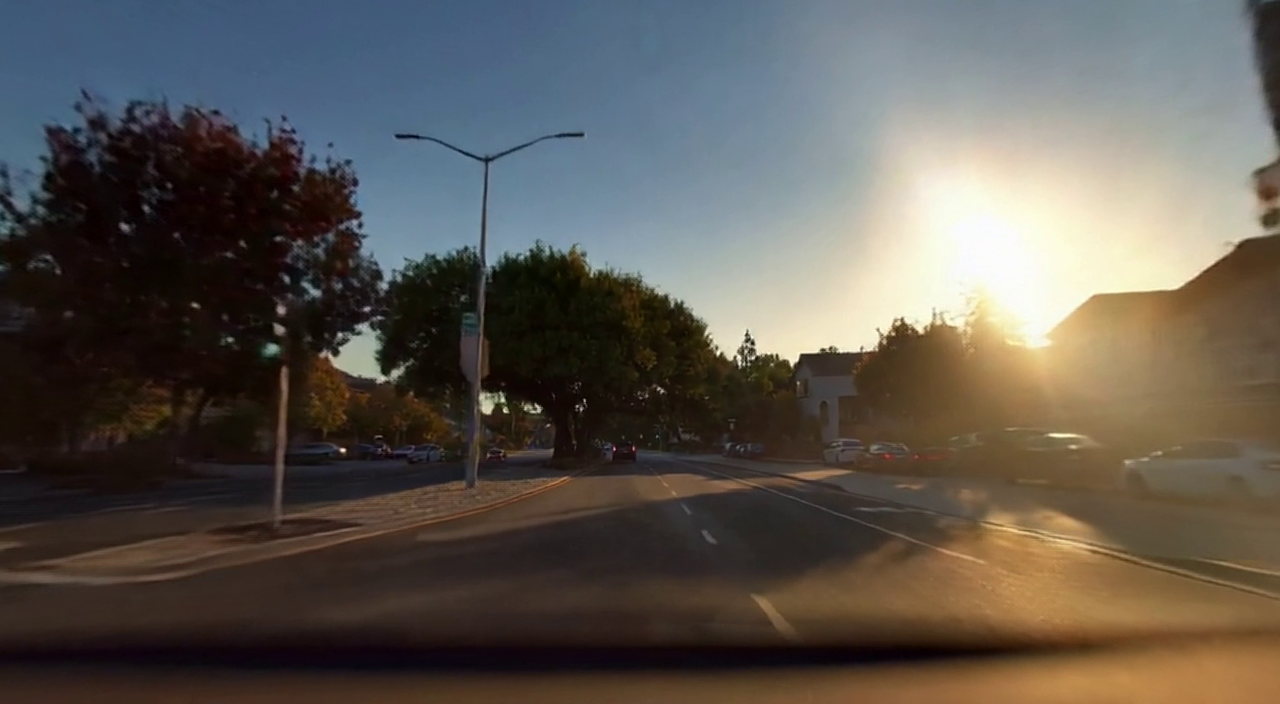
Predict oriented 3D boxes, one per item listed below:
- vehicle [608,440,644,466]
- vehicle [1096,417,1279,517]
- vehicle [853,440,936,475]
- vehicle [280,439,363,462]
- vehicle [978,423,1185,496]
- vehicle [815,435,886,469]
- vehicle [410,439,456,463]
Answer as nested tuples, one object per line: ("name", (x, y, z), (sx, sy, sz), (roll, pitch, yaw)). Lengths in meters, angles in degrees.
("vehicle", (-0.862, 6.203, 38.867), (2.113, 1.462, 4.203), (0, -8, -2))
("vehicle", (11.797, 2.223, 12.500), (2.018, 1.665, 4.576), (0, -8, 0))
("vehicle", (11.438, 4.746, 28.721), (1.838, 1.443, 4.563), (0, -8, -1))
("vehicle", (-21.353, 6.609, 42.342), (4.547, 1.484, 1.914), (0, -8, 1))
("vehicle", (11.811, 2.924, 17.426), (2.226, 1.720, 4.708), (0, -8, -1))
("vehicle", (11.259, 5.410, 34.138), (2.156, 1.689, 4.774), (0, -8, 0))
("vehicle", (-15.806, 7.586, 48.335), (2.042, 1.748, 4.584), (0, -8, -1))
